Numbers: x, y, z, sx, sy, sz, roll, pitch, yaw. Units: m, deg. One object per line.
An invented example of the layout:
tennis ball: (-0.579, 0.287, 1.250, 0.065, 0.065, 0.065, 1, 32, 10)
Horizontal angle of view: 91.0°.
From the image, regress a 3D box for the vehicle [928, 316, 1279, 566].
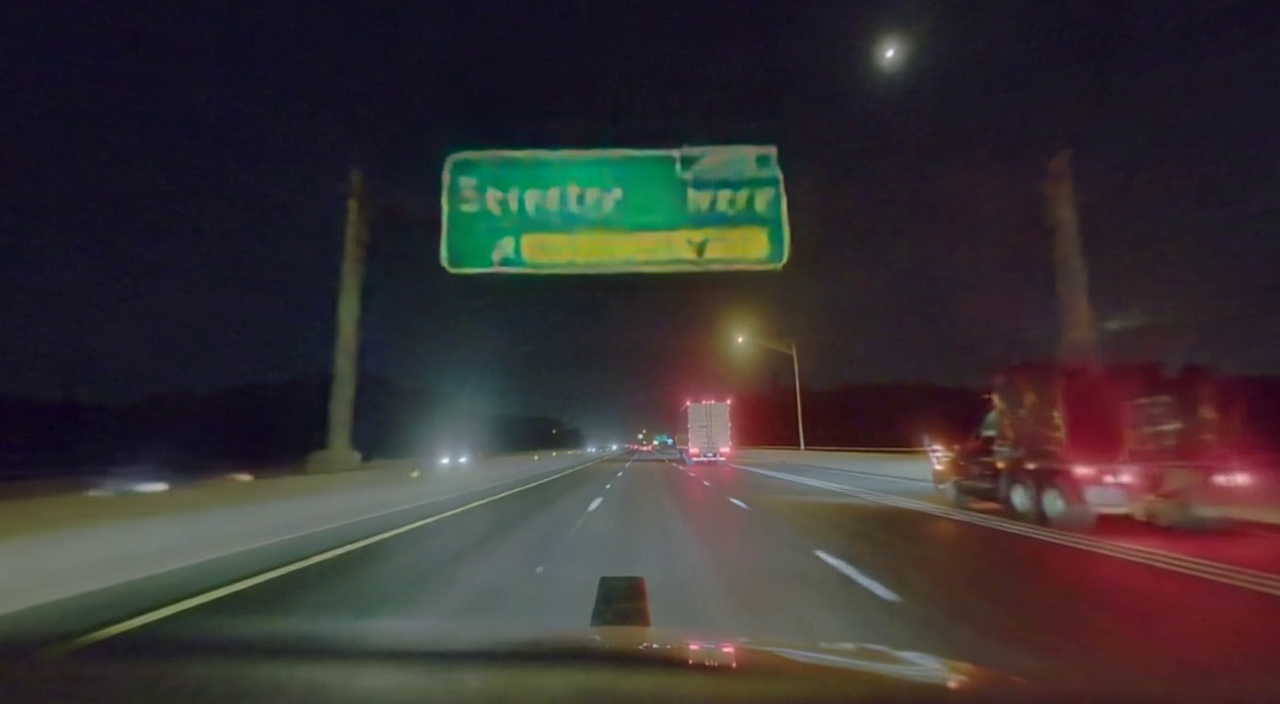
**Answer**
vehicle: (7.817, 1.469, 10.575, 2.474, 2.730, 7.349, 0, -8, 0)

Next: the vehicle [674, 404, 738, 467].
vehicle: (4.812, 6.695, 49.885, 3.187, 4.197, 15.004, 0, -8, -1)
